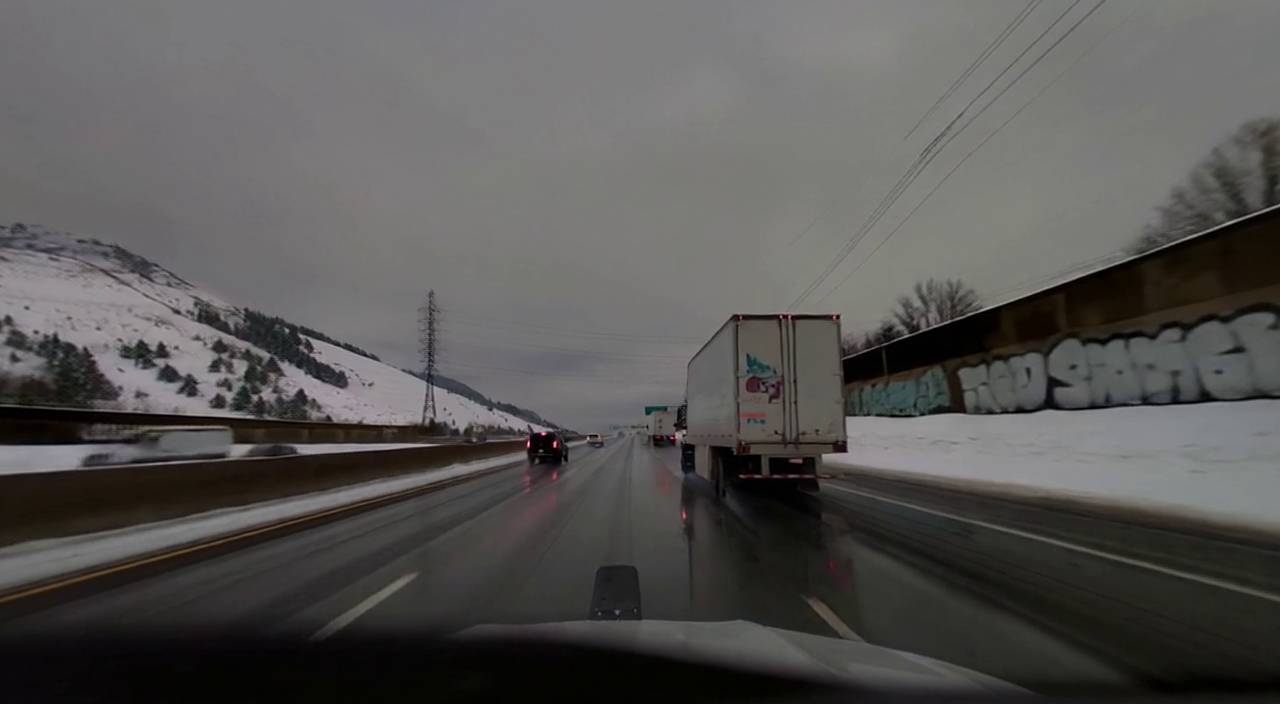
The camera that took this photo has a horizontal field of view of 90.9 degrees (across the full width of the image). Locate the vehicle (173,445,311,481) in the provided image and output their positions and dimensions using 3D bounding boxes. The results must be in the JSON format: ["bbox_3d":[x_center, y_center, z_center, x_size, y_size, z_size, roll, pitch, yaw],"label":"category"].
[{"bbox_3d":[-19.859,5.550,32.057,2.452,1.504,7.142,0,-8,-1],"label":"vehicle"}]

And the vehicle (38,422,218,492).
[{"bbox_3d":[-19.691,4.041,24.755,2.276,2.402,5.767,0,-8,-1],"label":"vehicle"}]

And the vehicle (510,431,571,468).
[{"bbox_3d":[-4.290,4.267,27.882,1.965,1.486,4.448,0,-8,0],"label":"vehicle"}]

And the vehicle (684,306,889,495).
[{"bbox_3d":[3.347,1.690,18.372,3.060,3.842,11.095,0,-8,-1],"label":"vehicle"}]
